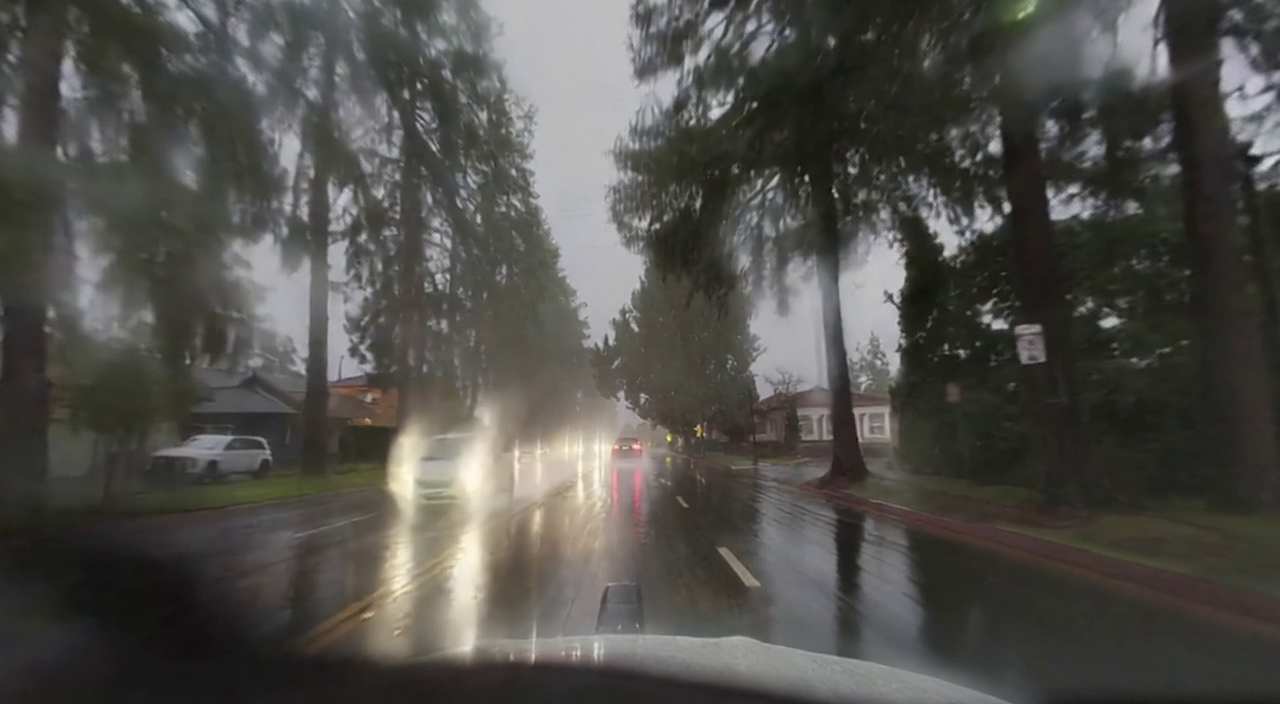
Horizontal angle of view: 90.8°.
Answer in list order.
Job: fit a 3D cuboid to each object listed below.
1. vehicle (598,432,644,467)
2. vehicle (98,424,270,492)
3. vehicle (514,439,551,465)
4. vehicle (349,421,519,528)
[{"bbox_3d":[-1.028,5.828,37.943,2.554,1.902,5.329,0,-8,0],"label":"vehicle"},{"bbox_3d":[-15.956,3.737,22.643,2.385,2.081,5.237,0,-8,-3],"label":"vehicle"},{"bbox_3d":[-8.136,7.637,48.230,1.978,1.744,4.301,-4,-9,0],"label":"vehicle"},{"bbox_3d":[-3.921,2.405,12.980,2.037,1.724,4.512,-2,-8,-1],"label":"vehicle"}]
